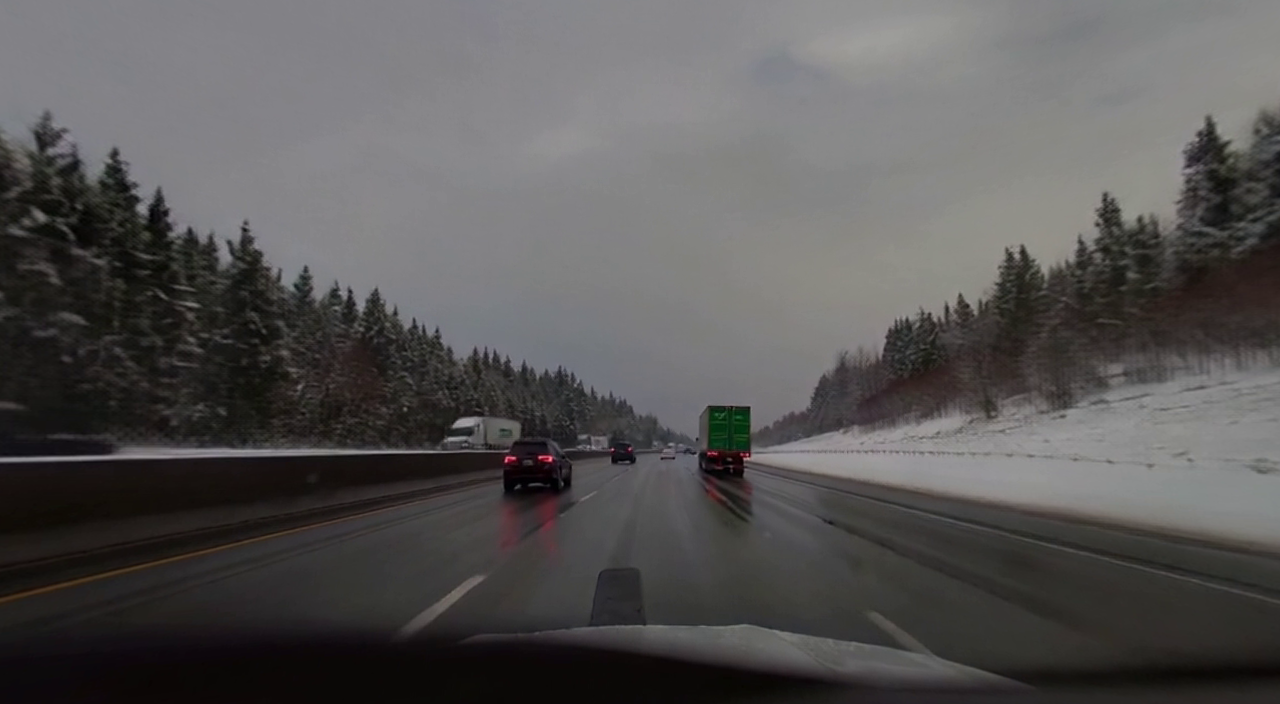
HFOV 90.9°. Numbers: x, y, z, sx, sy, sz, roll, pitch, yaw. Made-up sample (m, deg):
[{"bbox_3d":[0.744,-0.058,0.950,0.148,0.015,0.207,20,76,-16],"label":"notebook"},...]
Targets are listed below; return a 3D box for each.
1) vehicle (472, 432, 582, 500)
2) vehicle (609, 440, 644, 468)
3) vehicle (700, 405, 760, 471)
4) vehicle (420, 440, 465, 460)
[{"bbox_3d":[-3.112,3.260,18.426,2.205,1.728,4.397,0,-9,2],"label":"vehicle"},{"bbox_3d":[-0.979,7.913,48.903,2.201,2.038,5.065,-1,-9,4],"label":"vehicle"},{"bbox_3d":[6.089,6.259,45.123,3.057,3.993,13.914,-1,-9,3],"label":"vehicle"},{"bbox_3d":[-15.251,7.613,48.809,1.798,1.455,4.162,-1,-9,5],"label":"vehicle"}]
